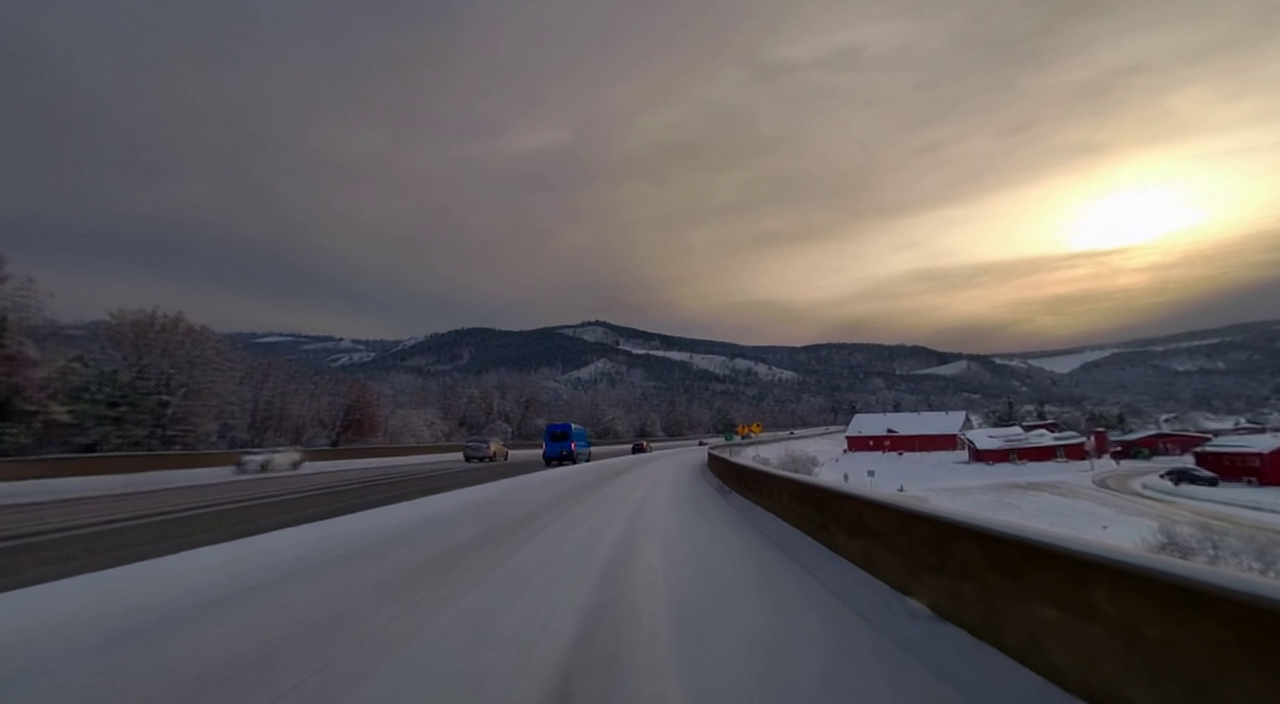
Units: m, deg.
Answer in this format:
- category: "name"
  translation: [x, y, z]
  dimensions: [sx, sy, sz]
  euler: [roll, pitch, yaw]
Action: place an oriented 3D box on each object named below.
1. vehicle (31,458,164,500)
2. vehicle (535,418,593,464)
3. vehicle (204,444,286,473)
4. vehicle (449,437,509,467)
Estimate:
- category: "vehicle"
  translation: [-21.331, 4.970, 25.060]
  dimensions: [1.764, 1.429, 3.851]
  euler: [0, -8, 2]
- category: "vehicle"
  translation: [-4.784, 5.761, 40.909]
  dimensions: [2.314, 2.703, 6.441]
  euler: [-1, -8, 6]
- category: "vehicle"
  translation: [-25.268, 6.810, 40.659]
  dimensions: [2.042, 1.739, 4.580]
  euler: [-1, -8, 4]
- category: "vehicle"
  translation: [-8.769, 5.498, 34.825]
  dimensions: [1.821, 1.524, 4.342]
  euler: [-1, -8, 6]
